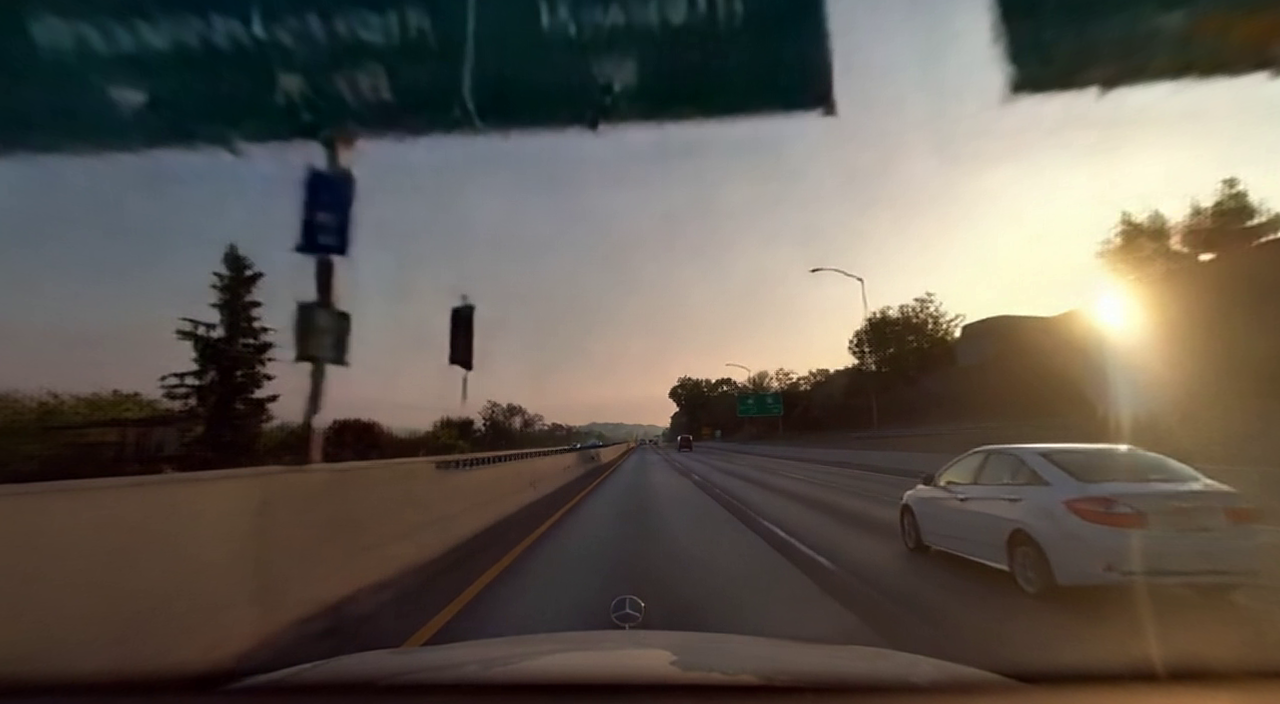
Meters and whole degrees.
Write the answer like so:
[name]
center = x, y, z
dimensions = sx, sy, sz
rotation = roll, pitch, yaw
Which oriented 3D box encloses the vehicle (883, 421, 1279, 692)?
[vehicle]
center = 3.672, 1.348, 5.286
dimensions = 1.683, 1.400, 3.868
rotation = 0, -8, 0
